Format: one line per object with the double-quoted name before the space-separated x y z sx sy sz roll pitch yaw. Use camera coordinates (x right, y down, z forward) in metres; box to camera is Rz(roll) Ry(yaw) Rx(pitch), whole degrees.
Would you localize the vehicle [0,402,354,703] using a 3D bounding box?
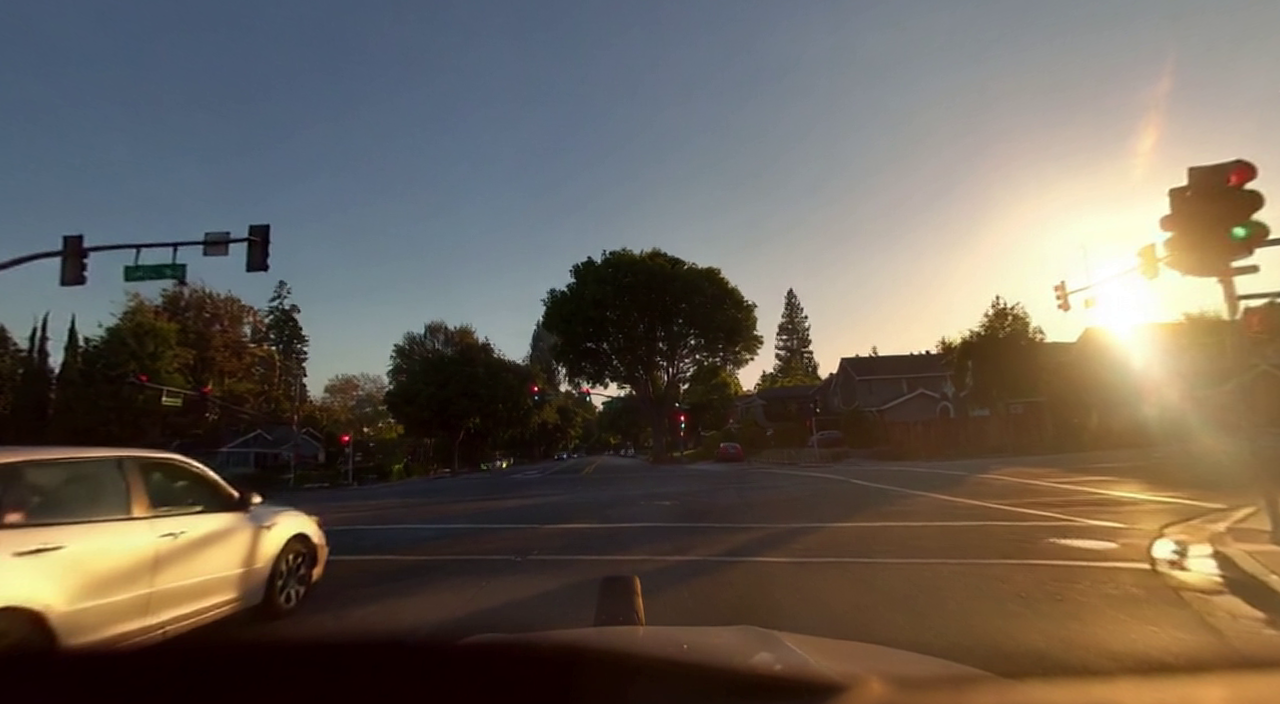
"vehicle" -3.681 1.202 4.121 1.777 1.537 3.831 0 -9 0
